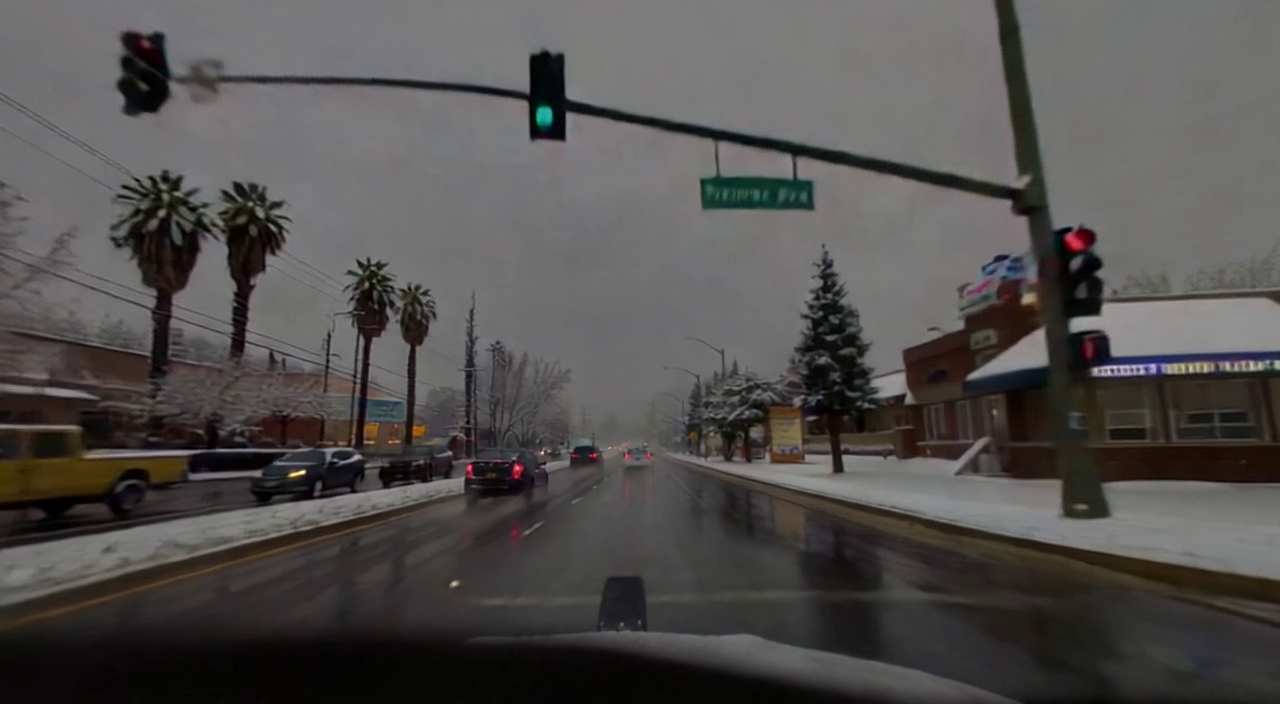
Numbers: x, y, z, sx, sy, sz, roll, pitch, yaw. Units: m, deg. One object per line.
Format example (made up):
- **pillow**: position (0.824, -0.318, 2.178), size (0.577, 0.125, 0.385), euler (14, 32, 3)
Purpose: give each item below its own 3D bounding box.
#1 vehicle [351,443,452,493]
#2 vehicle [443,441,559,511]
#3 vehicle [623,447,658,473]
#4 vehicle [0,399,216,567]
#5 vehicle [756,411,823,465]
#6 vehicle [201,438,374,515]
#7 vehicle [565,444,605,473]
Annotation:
- **vehicle**: position (-8.438, 4.115, 22.714), size (1.928, 1.532, 4.533), euler (-2, -9, 0)
- **vehicle**: position (-3.347, 3.076, 16.106), size (1.904, 1.513, 4.410), euler (0, -9, 1)
- **vehicle**: position (0.016, 6.666, 39.056), size (2.094, 1.496, 4.070), euler (0, -9, 0)
- **vehicle**: position (-8.483, 1.720, 8.418), size (2.058, 1.929, 5.123), euler (-1, -9, -1)
- **vehicle**: position (10.197, 6.008, 43.799), size (2.878, 3.388, 8.331), euler (-1, -8, 2)
- **vehicle**: position (-8.412, 2.975, 15.504), size (1.893, 1.576, 4.075), euler (-2, -9, 0)
- **vehicle**: position (-3.231, 6.327, 37.480), size (1.979, 1.634, 3.957), euler (0, -9, 0)
